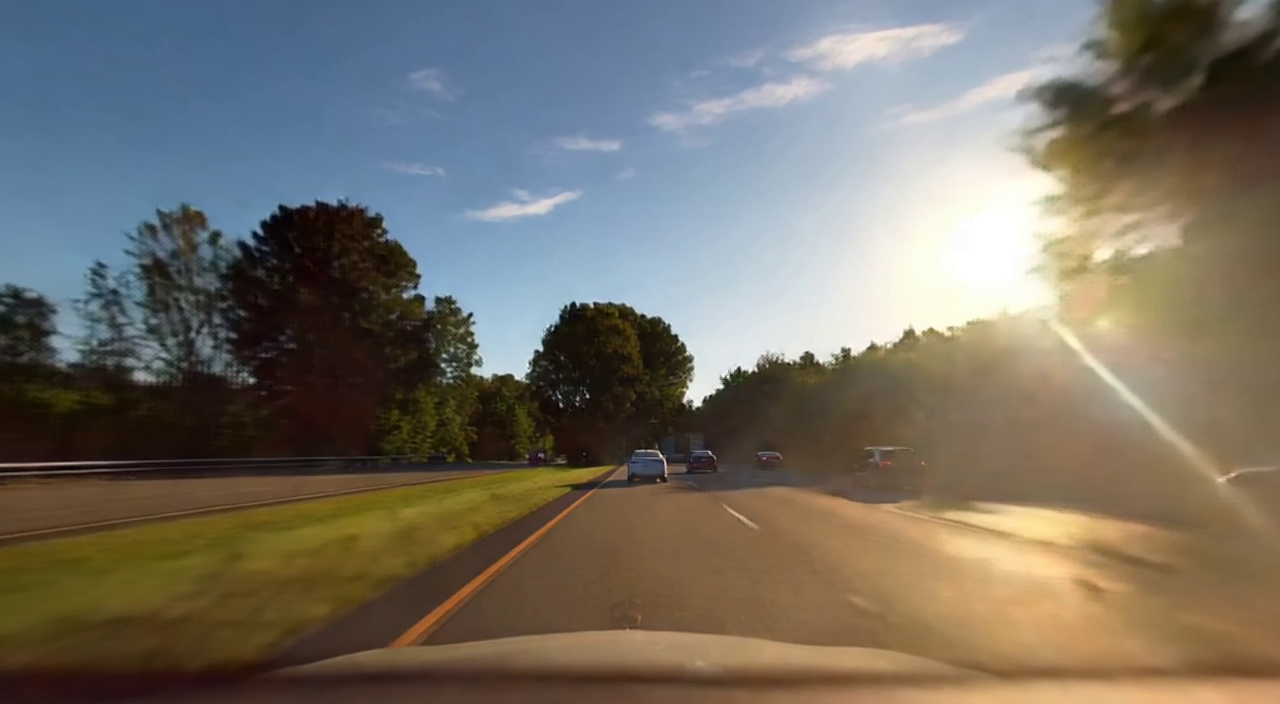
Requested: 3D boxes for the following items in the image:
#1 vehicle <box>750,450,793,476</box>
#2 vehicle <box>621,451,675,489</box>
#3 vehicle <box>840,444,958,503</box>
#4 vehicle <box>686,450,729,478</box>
[{"bbox_3d":[8.548,7.220,41.312,1.957,1.594,3.632,0,-9,-2],"label":"vehicle"},{"bbox_3d":[0.295,4.777,25.781,2.020,1.426,3.702,0,-9,0],"label":"vehicle"},{"bbox_3d":[7.630,3.595,19.001,1.847,1.554,3.752,0,-9,-1],"label":"vehicle"},{"bbox_3d":[3.909,6.548,36.956,1.981,1.518,4.029,0,-9,-1],"label":"vehicle"}]
